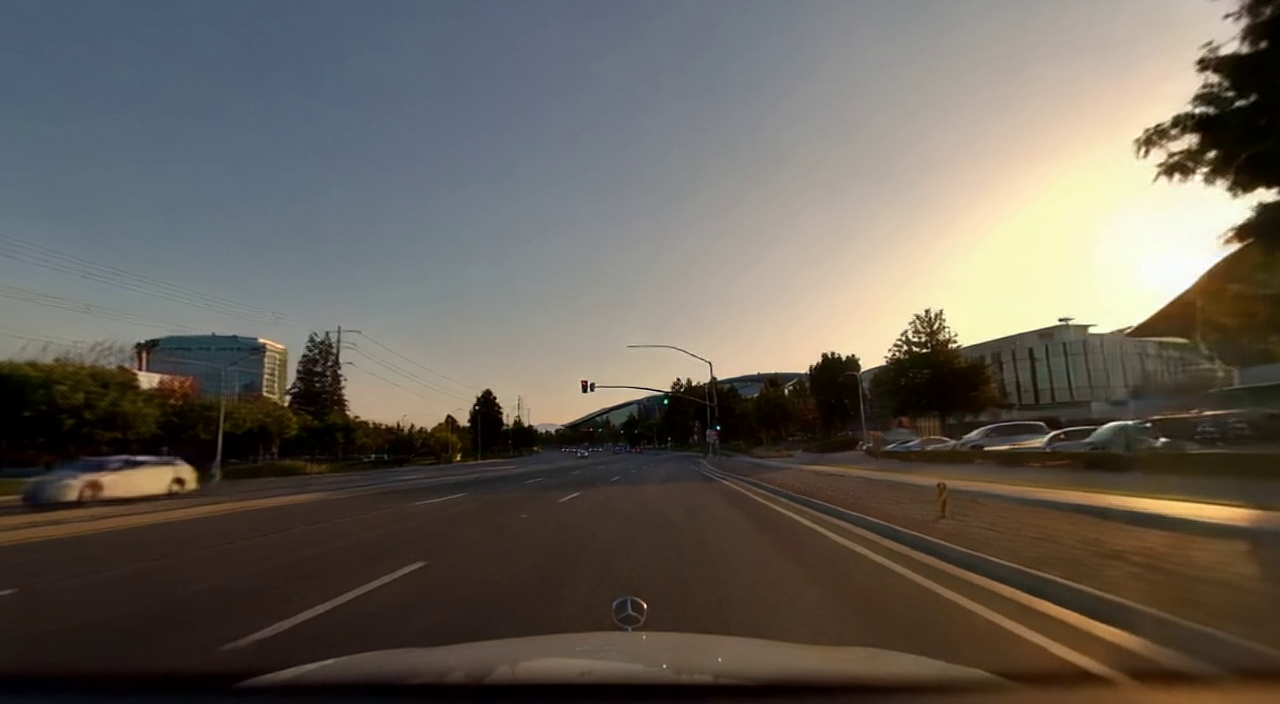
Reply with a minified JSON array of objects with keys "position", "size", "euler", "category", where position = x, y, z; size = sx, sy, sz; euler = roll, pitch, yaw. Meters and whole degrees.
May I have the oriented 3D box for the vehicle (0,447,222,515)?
[{"position":[-13.430,3.175,16.126],"size":[2.240,1.452,4.518],"euler":[0,-8,3],"category":"vehicle"}]
